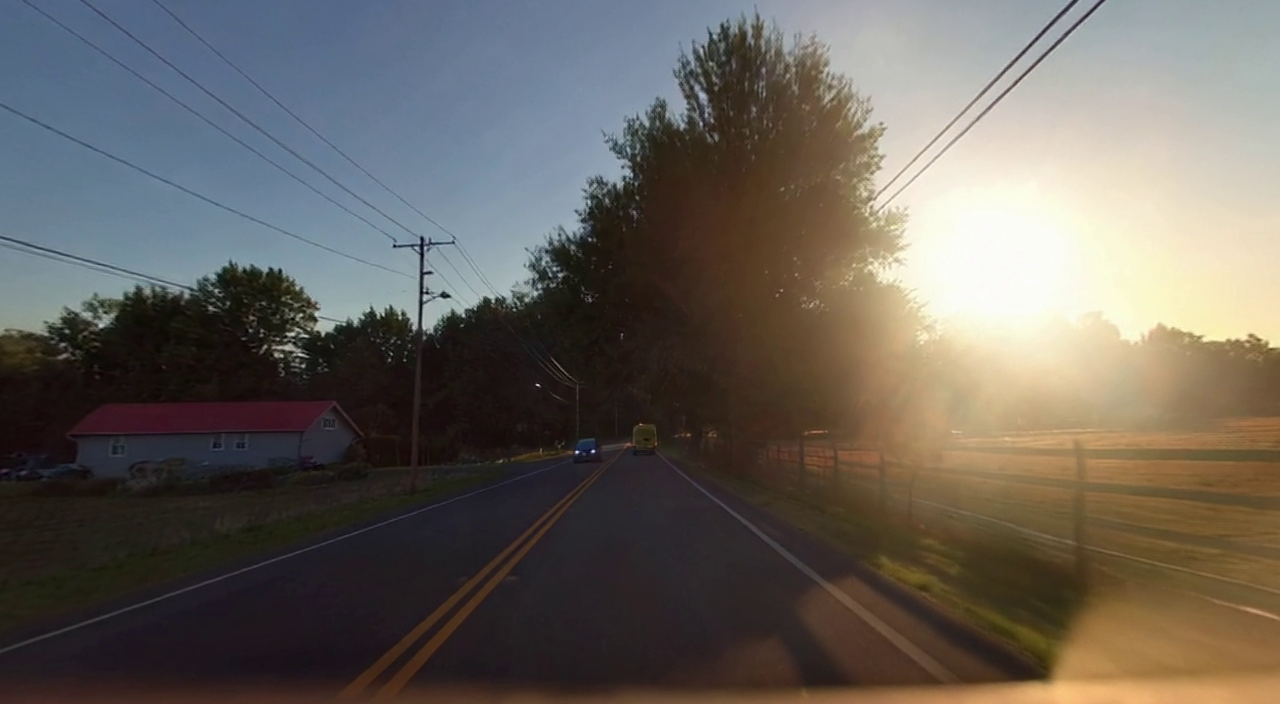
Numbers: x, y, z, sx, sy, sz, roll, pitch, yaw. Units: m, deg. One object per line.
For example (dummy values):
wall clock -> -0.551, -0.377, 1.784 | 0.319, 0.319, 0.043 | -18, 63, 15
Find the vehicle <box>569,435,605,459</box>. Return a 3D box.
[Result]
vehicle -> -4.008, 7.302, 48.525 | 2.342, 1.778, 4.613 | 0, -8, 1

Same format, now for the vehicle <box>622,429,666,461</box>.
vehicle -> 0.141, 6.033, 40.890 | 2.649, 1.870, 5.885 | 0, -8, -2
